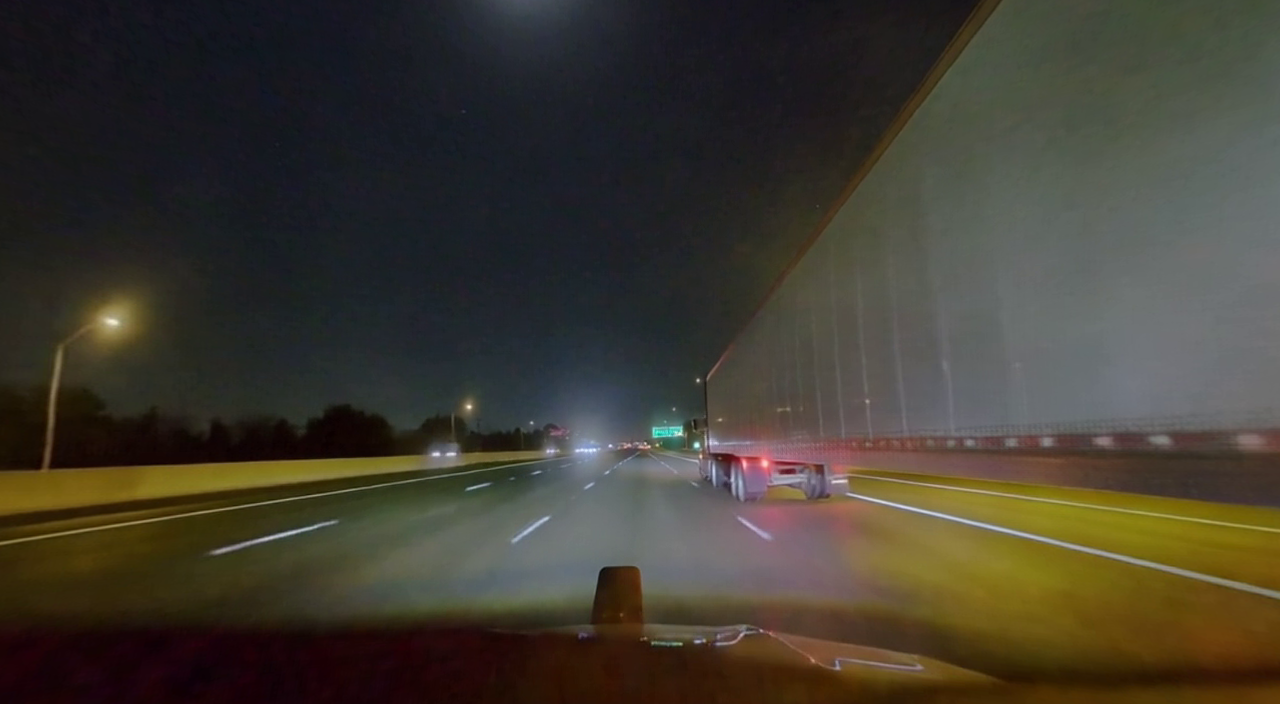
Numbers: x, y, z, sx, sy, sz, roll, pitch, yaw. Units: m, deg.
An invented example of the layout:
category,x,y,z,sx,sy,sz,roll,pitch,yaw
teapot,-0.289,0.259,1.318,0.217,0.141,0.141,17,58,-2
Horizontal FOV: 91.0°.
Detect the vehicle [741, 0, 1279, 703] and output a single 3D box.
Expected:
category,x,y,z,sx,sy,sz,roll,pitch,yaw
vehicle,3.811,0.251,6.833,2.949,4.149,16.046,0,-9,1
